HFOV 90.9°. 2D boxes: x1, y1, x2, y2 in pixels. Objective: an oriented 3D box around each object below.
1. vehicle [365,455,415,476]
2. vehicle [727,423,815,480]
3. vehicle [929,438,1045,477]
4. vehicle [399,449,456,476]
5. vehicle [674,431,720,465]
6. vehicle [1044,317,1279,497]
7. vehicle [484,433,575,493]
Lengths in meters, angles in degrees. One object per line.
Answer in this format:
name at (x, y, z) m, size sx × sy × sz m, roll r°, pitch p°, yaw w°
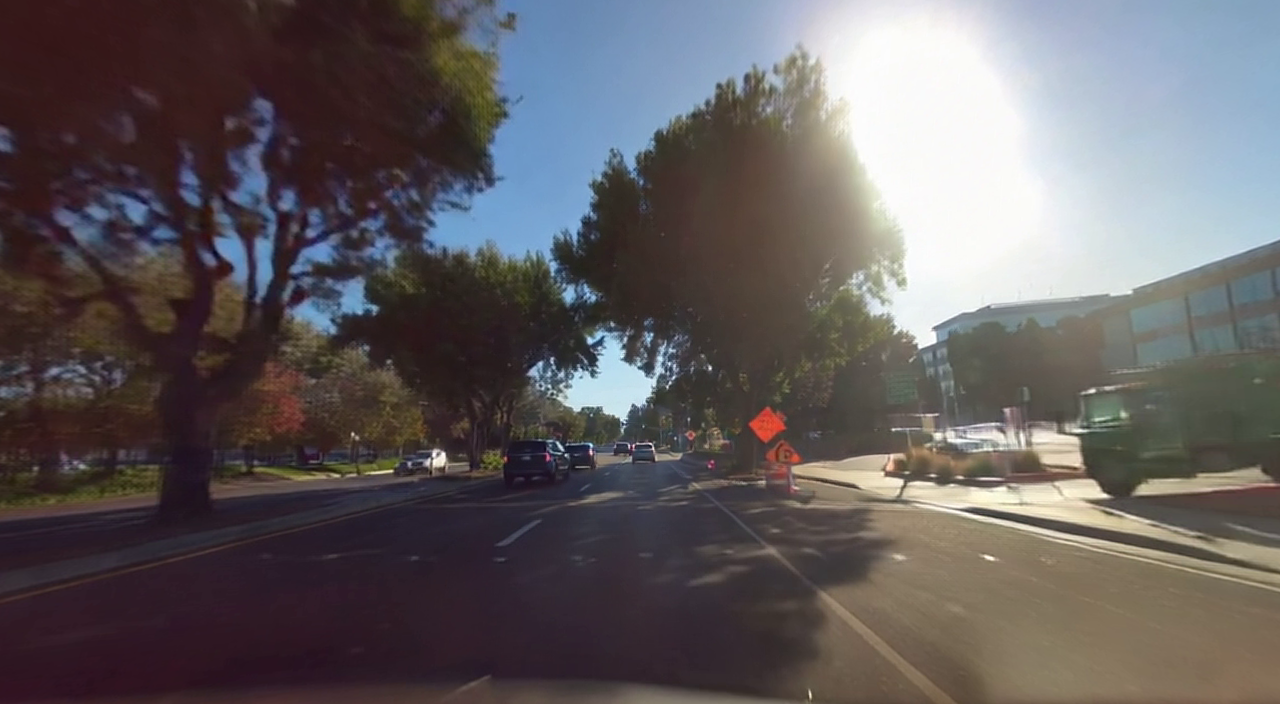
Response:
vehicle at (-18.886, 8.570, 47.791) m, size 1.875 × 1.475 × 4.429 m, roll 0°, pitch -9°, yaw 2°
vehicle at (5.663, 4.461, 28.464) m, size 2.653 × 2.231 × 6.793 m, roll 0°, pitch -9°, yaw 1°
vehicle at (14.166, 4.326, 26.104) m, size 1.969 × 1.457 × 4.719 m, roll 0°, pitch -9°, yaw -2°
vehicle at (-13.339, 6.941, 39.806) m, size 1.826 × 1.553 × 4.293 m, roll -1°, pitch -9°, yaw 5°
vehicle at (4.363, 7.590, 49.995) m, size 2.760 × 2.465 × 7.936 m, roll 0°, pitch -9°, yaw -2°
vehicle at (14.864, 1.332, 14.525) m, size 8.949 × 3.673 × 3.044 m, roll 1°, pitch -8°, yaw -2°
vehicle at (-3.375, 3.503, 20.250) m, size 2.038 × 1.682 × 4.399 m, roll 0°, pitch -9°, yaw 1°
